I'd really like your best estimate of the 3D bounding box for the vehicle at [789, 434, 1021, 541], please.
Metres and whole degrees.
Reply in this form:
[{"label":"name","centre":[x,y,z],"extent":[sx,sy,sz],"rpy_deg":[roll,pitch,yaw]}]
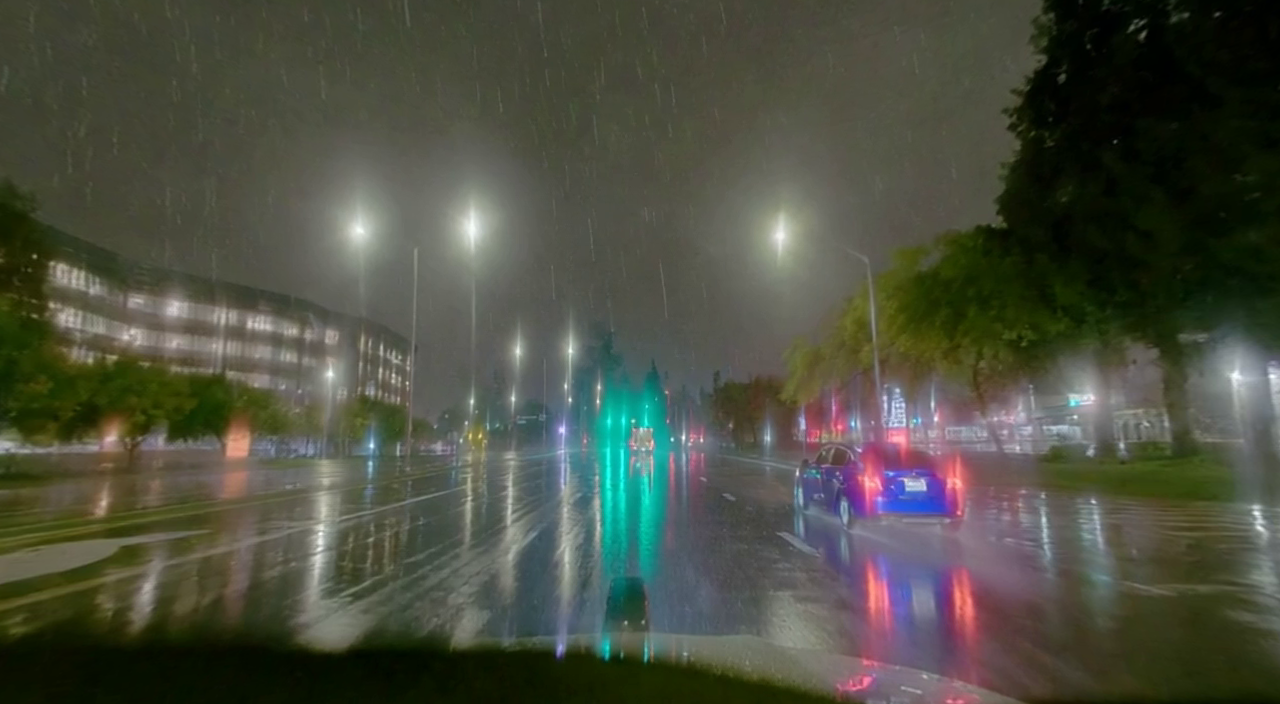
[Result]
[{"label":"vehicle","centre":[4.185,2.204,11.013],"extent":[2.005,1.442,4.675],"rpy_deg":[0,-8,0]}]
